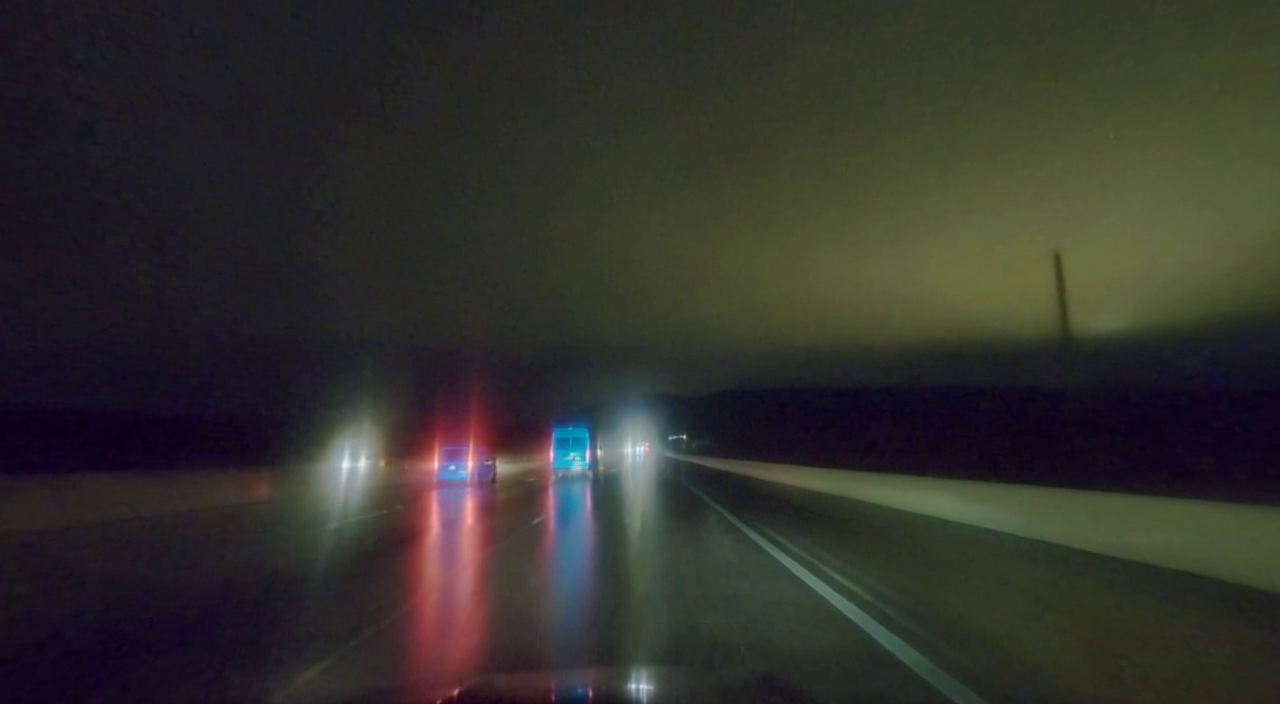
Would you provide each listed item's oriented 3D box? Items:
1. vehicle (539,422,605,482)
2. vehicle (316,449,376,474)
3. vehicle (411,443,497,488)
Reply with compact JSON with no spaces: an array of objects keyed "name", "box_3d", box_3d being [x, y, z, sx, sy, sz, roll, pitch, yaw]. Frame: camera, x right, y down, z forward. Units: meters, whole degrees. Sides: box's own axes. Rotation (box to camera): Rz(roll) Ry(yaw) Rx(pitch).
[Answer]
[{"name":"vehicle","box_3d":[-3.102,4.795,30.348,2.437,2.565,5.829,0,-9,1]},{"name":"vehicle","box_3d":[-19.560,7.306,42.188,1.860,1.533,4.386,0,-9,1]},{"name":"vehicle","box_3d":[-7.502,4.603,25.929,2.164,1.664,4.252,0,-9,1]}]
